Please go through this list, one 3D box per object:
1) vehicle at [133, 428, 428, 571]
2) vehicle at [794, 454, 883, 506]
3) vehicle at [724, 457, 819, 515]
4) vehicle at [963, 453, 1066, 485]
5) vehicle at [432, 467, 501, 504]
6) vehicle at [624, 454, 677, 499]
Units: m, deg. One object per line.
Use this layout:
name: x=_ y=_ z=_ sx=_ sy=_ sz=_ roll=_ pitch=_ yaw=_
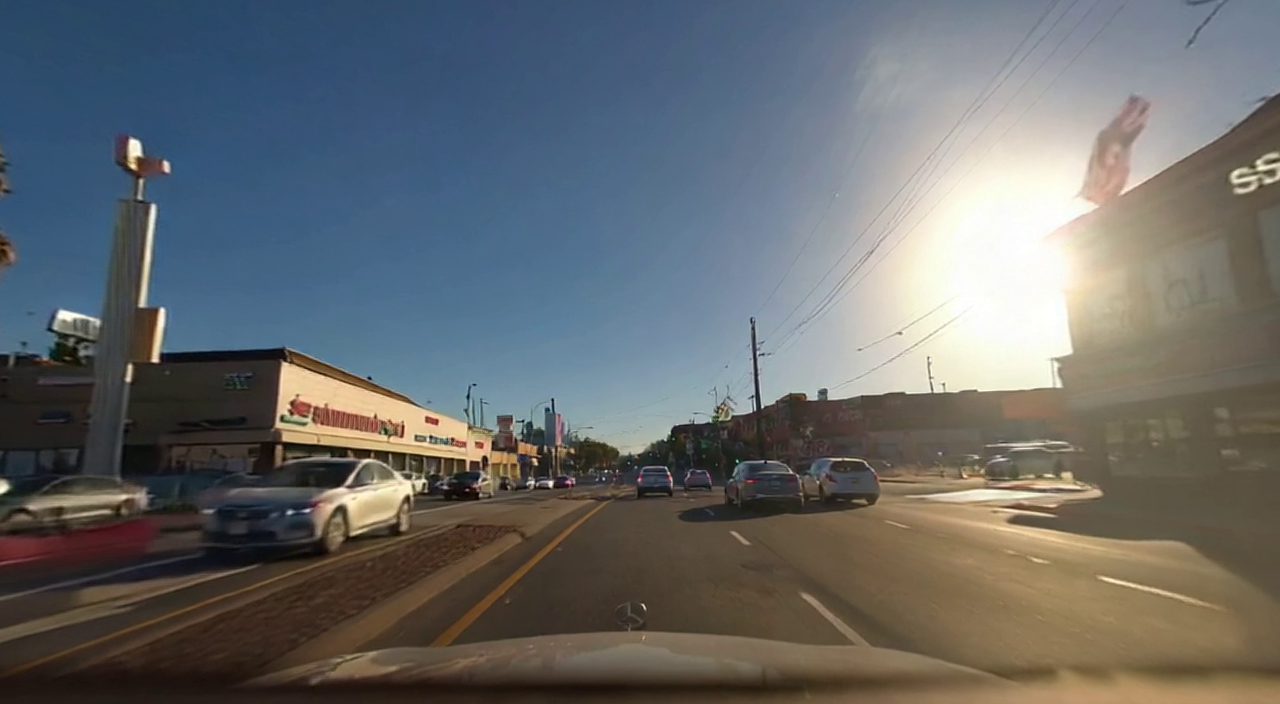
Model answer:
vehicle: x=-5.264 y=2.218 z=10.183 sx=2.180 sy=1.646 sz=4.467 roll=-3 pitch=-9 yaw=-1
vehicle: x=7.514 y=4.855 z=24.403 sx=2.040 sy=1.738 sz=4.414 roll=-1 pitch=-9 yaw=1
vehicle: x=3.890 y=4.047 z=19.531 sx=1.963 sy=1.484 sz=4.609 roll=-1 pitch=-9 yaw=0
vehicle: x=22.318 y=6.982 z=37.738 sx=4.718 sy=1.628 sz=2.008 roll=-3 pitch=-9 yaw=5
vehicle: x=-8.340 y=6.449 z=30.787 sx=1.906 sy=1.519 sz=4.797 roll=-1 pitch=-9 yaw=2
vehicle: x=0.504 y=5.677 z=29.150 sx=2.210 sy=1.861 sz=4.280 roll=-1 pitch=-9 yaw=2
